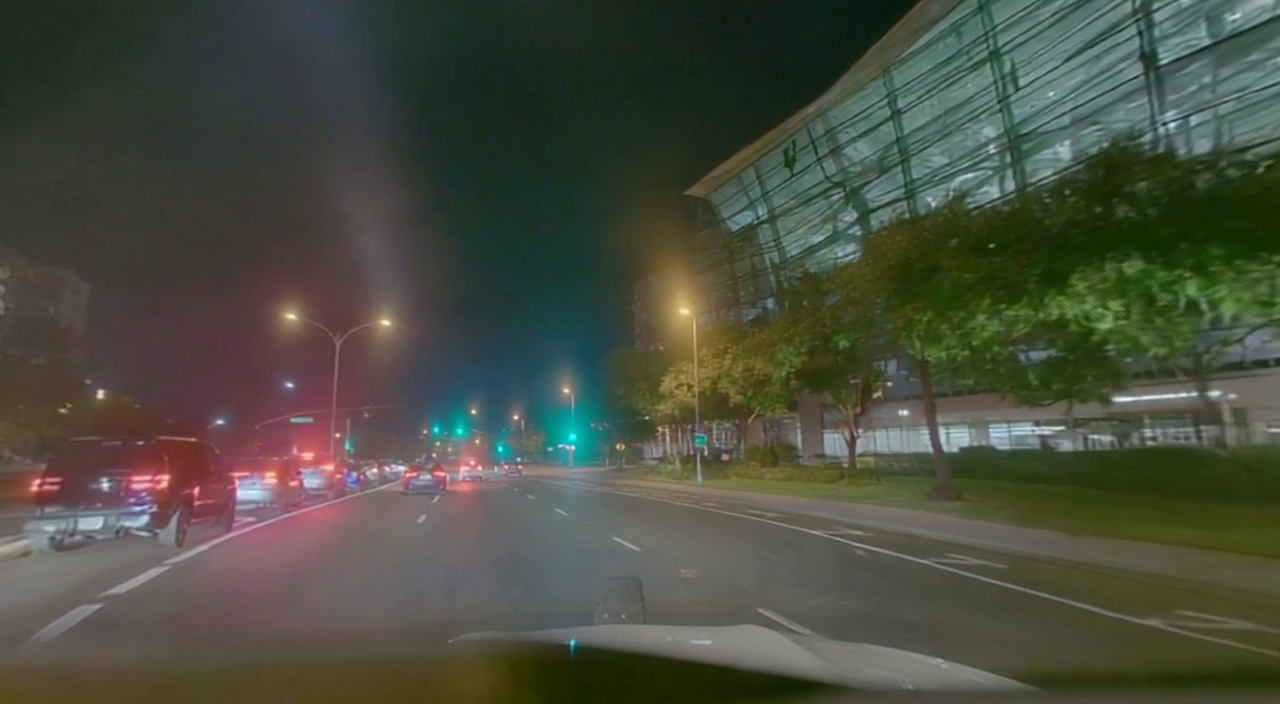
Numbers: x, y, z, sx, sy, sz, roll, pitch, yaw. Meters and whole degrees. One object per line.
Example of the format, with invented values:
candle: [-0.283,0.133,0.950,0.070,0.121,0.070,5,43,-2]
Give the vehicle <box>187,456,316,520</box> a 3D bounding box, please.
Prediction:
vehicle: [-10.915,3.775,18.094,1.868,1.514,4.870,3,-9,-16]

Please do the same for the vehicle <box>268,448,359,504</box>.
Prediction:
vehicle: [-12.434,4.680,24.253,2.142,1.834,4.588,1,-9,-15]

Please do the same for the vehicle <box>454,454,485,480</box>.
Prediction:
vehicle: [-12.841,8.586,47.104,2.102,1.815,4.716,3,-9,-16]

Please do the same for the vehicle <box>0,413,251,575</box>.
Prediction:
vehicle: [-8.393,2.215,10.614,2.142,2.061,4.750,4,-10,-21]

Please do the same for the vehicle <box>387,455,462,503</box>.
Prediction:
vehicle: [-8.191,4.651,23.568,2.205,1.537,4.895,4,-10,-23]
